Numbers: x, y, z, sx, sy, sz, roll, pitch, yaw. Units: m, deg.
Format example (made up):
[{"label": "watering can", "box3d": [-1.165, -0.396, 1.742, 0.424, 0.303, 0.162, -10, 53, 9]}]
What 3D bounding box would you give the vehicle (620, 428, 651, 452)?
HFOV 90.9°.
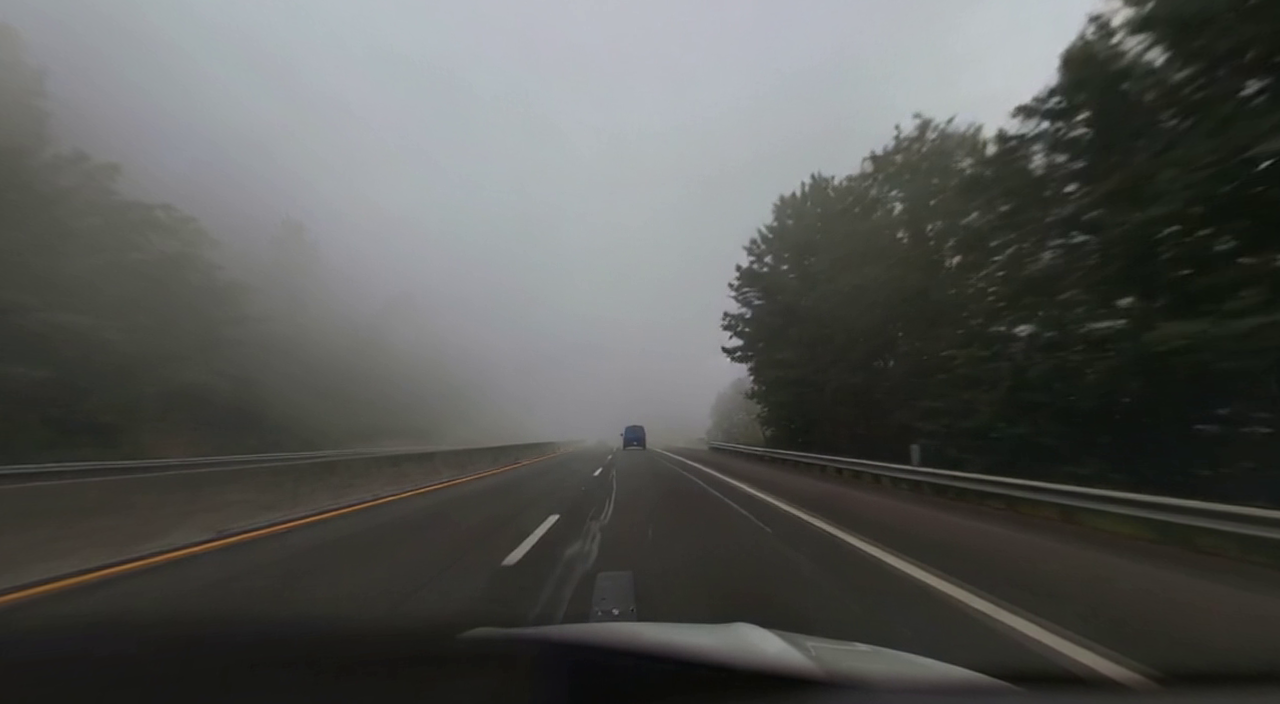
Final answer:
[{"label": "vehicle", "box3d": [-0.405, 6.859, 49.214, 2.240, 1.801, 4.545, 0, -8, -2]}]
